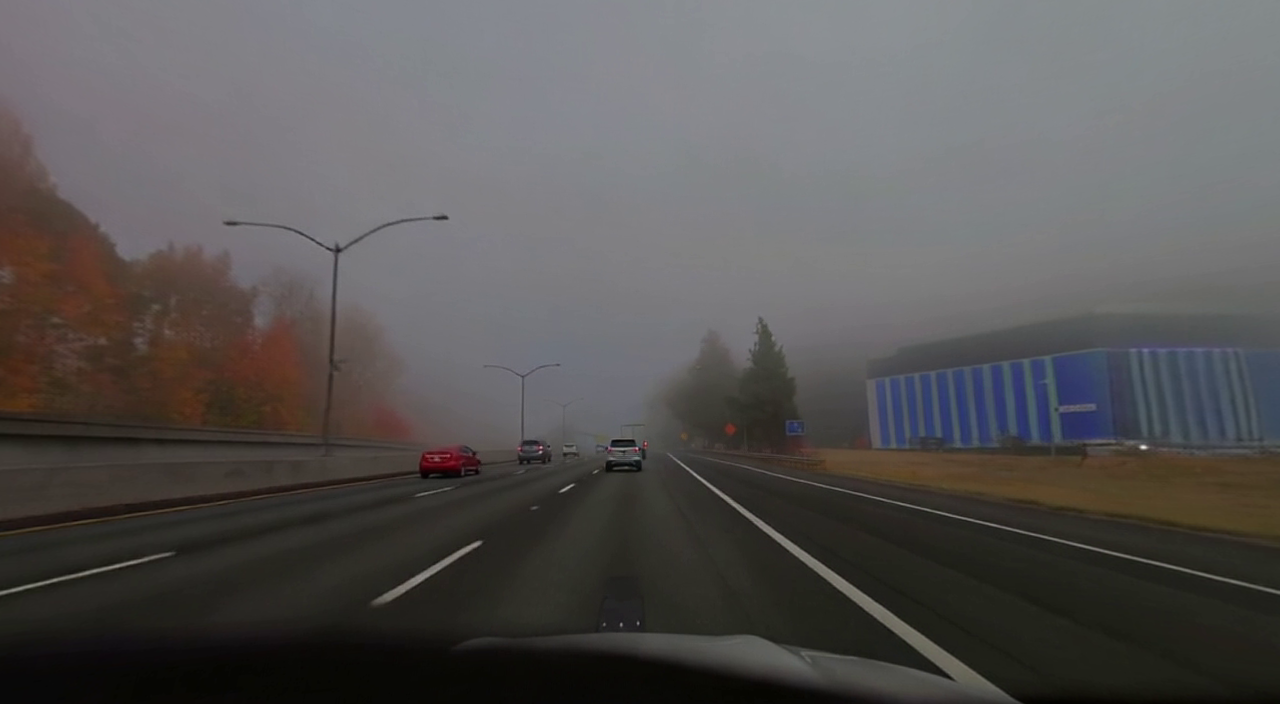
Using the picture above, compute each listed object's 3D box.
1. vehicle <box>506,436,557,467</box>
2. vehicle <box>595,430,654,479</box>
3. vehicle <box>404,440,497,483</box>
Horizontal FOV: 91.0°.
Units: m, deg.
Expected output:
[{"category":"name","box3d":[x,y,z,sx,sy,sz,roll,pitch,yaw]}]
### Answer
[{"category":"vehicle","box3d":[-7.239,6.696,42.672,2.328,1.927,5.880,0,-9,1]},{"category":"vehicle","box3d":[-0.586,4.248,26.315,2.245,1.863,4.801,0,-9,0]},{"category":"vehicle","box3d":[-7.232,4.222,24.560,2.074,1.495,4.643,0,-9,1]}]
